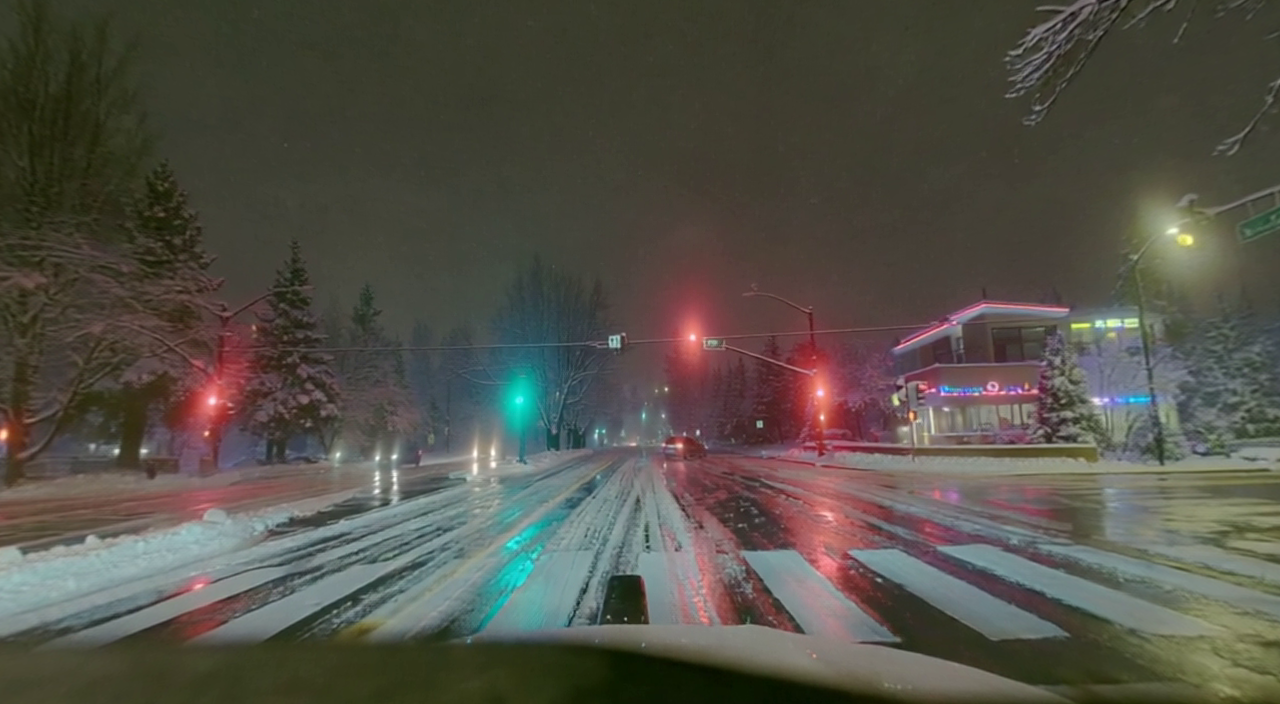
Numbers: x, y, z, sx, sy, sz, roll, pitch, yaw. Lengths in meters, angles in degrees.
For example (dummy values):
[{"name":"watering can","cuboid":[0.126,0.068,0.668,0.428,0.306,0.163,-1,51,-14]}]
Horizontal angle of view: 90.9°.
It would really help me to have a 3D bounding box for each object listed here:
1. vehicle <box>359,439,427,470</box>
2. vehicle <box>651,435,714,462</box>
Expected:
[{"name":"vehicle","cuboid":[-14.797,6.159,38.024,2.169,1.753,4.640,0,-8,0]},{"name":"vehicle","cuboid":[2.594,5.712,37.368,2.521,1.522,4.418,-3,-9,20]}]
